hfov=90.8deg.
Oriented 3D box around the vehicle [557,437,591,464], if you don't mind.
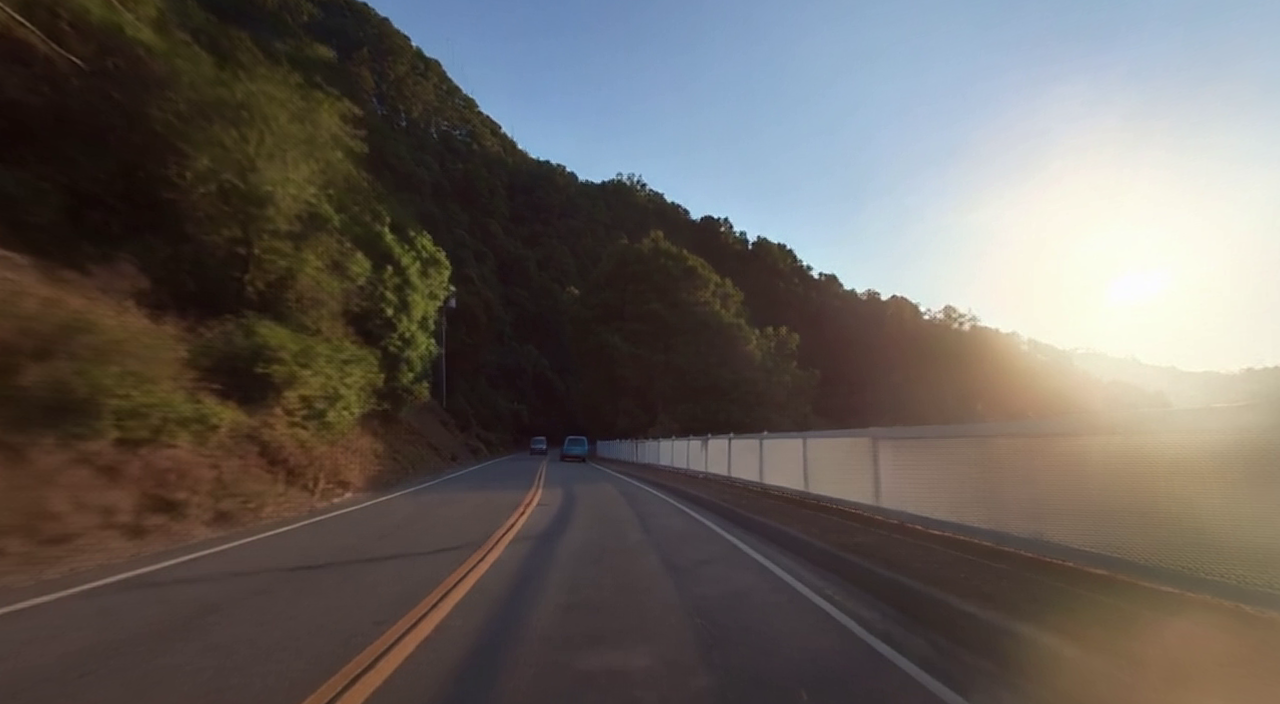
[{"bbox_3d":[-5.118,7.494,48.273,2.439,1.912,5.605,1,-9,-7],"label":"vehicle"}]
